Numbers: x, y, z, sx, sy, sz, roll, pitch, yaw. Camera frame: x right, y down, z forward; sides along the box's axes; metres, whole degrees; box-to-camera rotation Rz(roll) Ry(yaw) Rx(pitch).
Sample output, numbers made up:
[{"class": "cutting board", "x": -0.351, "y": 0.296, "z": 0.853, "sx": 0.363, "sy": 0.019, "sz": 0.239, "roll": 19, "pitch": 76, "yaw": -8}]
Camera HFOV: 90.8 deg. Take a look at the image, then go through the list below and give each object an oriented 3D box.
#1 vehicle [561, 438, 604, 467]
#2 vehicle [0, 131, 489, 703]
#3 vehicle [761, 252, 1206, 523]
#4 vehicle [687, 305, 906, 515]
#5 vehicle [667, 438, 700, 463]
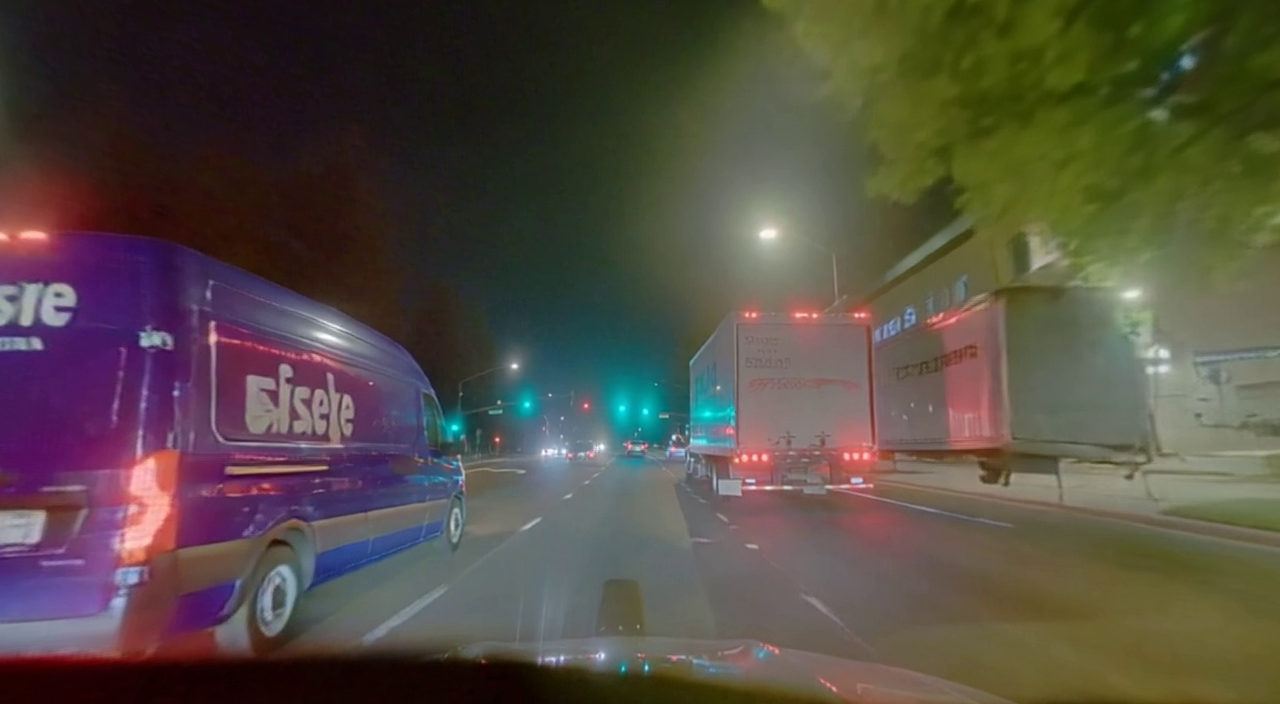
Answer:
[{"class": "vehicle", "x": -3.701, "y": 6.579, "z": 41.579, "sx": 2.356, "sy": 1.766, "sz": 5.674, "roll": 0, "pitch": -9, "yaw": 0}, {"class": "vehicle", "x": -3.509, "y": 0.849, "z": 5.945, "sx": 2.443, "sy": 2.784, "sz": 6.493, "roll": 0, "pitch": -9, "yaw": 1}, {"class": "vehicle", "x": 6.872, "y": 1.801, "z": 18.211, "sx": 2.941, "sy": 4.060, "sz": 16.879, "roll": -4, "pitch": -9, "yaw": -1}, {"class": "vehicle", "x": 2.966, "y": 1.692, "z": 15.536, "sx": 2.861, "sy": 3.525, "sz": 9.858, "roll": 0, "pitch": -9, "yaw": 0}, {"class": "vehicle", "x": 2.909, "y": 6.698, "z": 43.038, "sx": 1.869, "sy": 1.616, "sz": 4.346, "roll": 0, "pitch": -9, "yaw": 0}]
